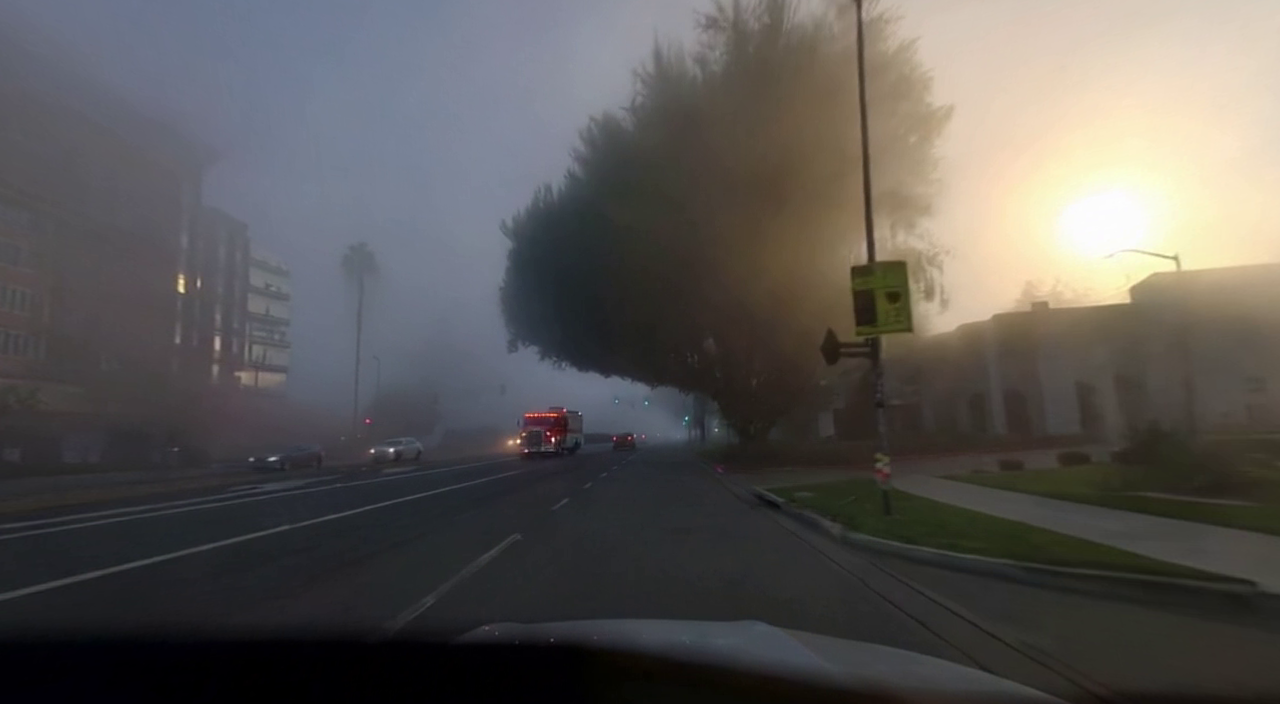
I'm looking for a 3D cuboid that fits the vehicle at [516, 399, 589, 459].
[{"bbox_3d":[-5.978,5.723,45.487,3.008,3.730,11.786,0,-8,3],"label":"vehicle"}]

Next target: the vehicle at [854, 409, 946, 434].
[{"bbox_3d":[15.690,4.214,38.082,4.663,1.457,2.045,0,-7,3],"label":"vehicle"}]

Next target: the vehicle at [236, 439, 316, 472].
[{"bbox_3d":[-21.447,6.117,37.224,1.988,1.811,4.399,0,-8,2],"label":"vehicle"}]
